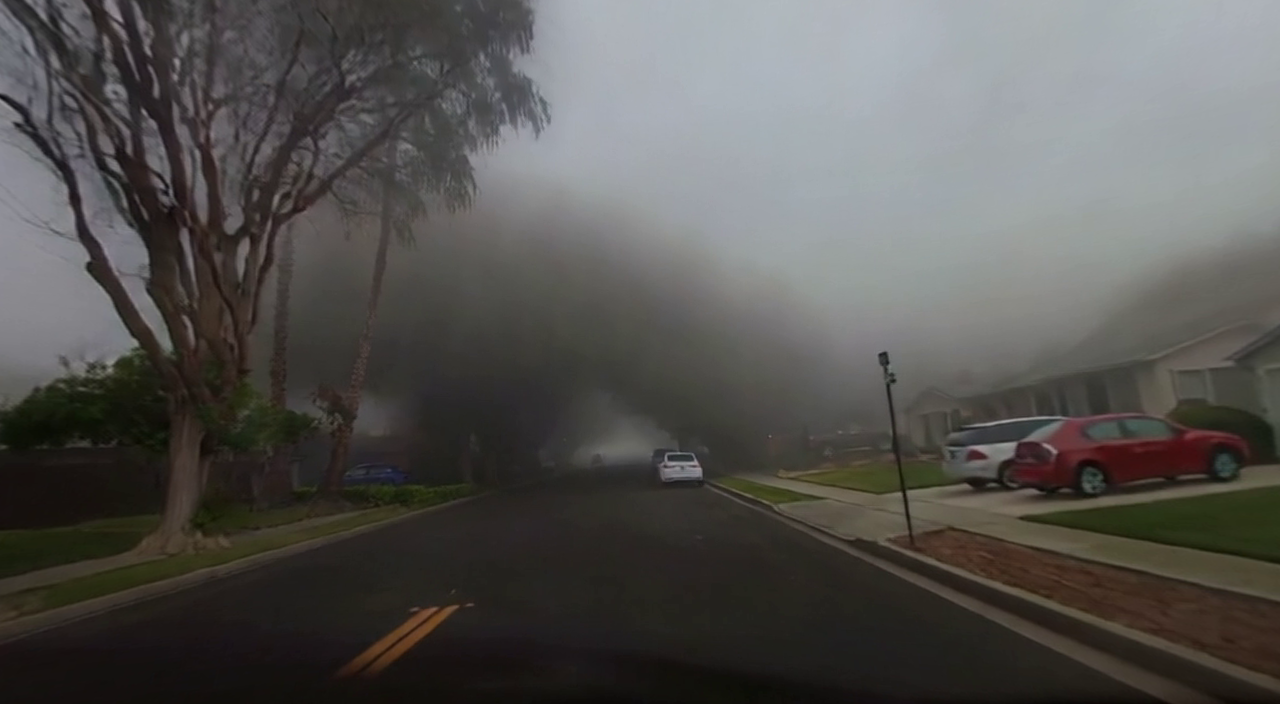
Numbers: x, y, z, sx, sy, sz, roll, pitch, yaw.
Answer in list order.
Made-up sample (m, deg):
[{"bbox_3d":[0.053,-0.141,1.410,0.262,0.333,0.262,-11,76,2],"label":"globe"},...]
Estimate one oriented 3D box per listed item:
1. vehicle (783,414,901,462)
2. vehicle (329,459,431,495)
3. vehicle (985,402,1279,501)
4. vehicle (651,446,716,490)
[{"bbox_3d":[9.460,4.126,29.992,4.861,1.911,2.181,2,-13,0],"label":"vehicle"},{"bbox_3d":[-13.884,6.693,33.941,4.511,1.809,2.018,0,-9,0],"label":"vehicle"},{"bbox_3d":[9.178,1.853,11.832,4.230,1.666,1.978,0,-9,0],"label":"vehicle"},{"bbox_3d":[1.582,4.480,24.778,2.009,1.506,4.698,0,-9,-2],"label":"vehicle"}]
